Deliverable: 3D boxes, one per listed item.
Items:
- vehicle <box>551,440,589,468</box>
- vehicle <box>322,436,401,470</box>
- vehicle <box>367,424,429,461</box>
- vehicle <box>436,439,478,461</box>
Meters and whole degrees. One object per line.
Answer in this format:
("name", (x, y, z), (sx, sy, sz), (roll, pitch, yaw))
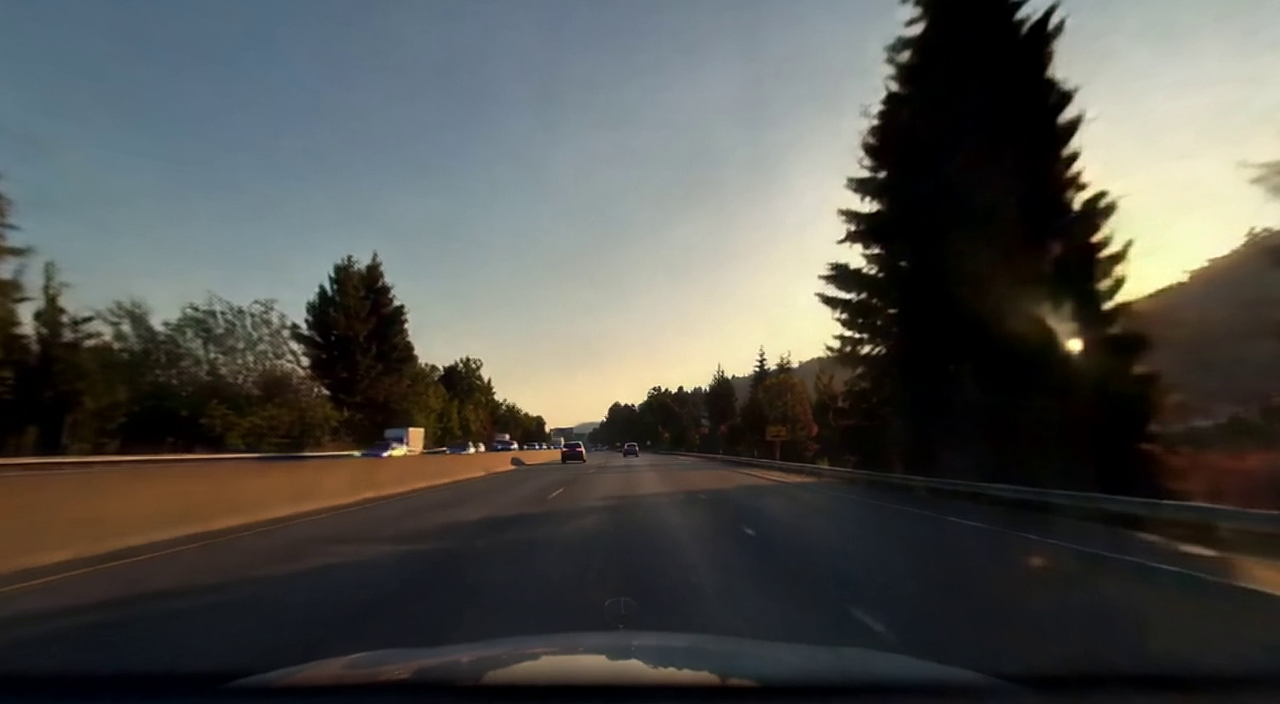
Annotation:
("vehicle", (-4.489, 6.610, 40.821), (2.098, 1.692, 4.038), (0, -9, -1))
("vehicle", (-13.180, 4.796, 29.909), (1.906, 1.474, 4.062), (0, -9, 0))
("vehicle", (-18.036, 6.853, 47.155), (2.363, 2.579, 5.795), (0, -9, -1))
("vehicle", (-13.198, 7.133, 45.511), (1.862, 1.487, 4.033), (0, -9, 0))
